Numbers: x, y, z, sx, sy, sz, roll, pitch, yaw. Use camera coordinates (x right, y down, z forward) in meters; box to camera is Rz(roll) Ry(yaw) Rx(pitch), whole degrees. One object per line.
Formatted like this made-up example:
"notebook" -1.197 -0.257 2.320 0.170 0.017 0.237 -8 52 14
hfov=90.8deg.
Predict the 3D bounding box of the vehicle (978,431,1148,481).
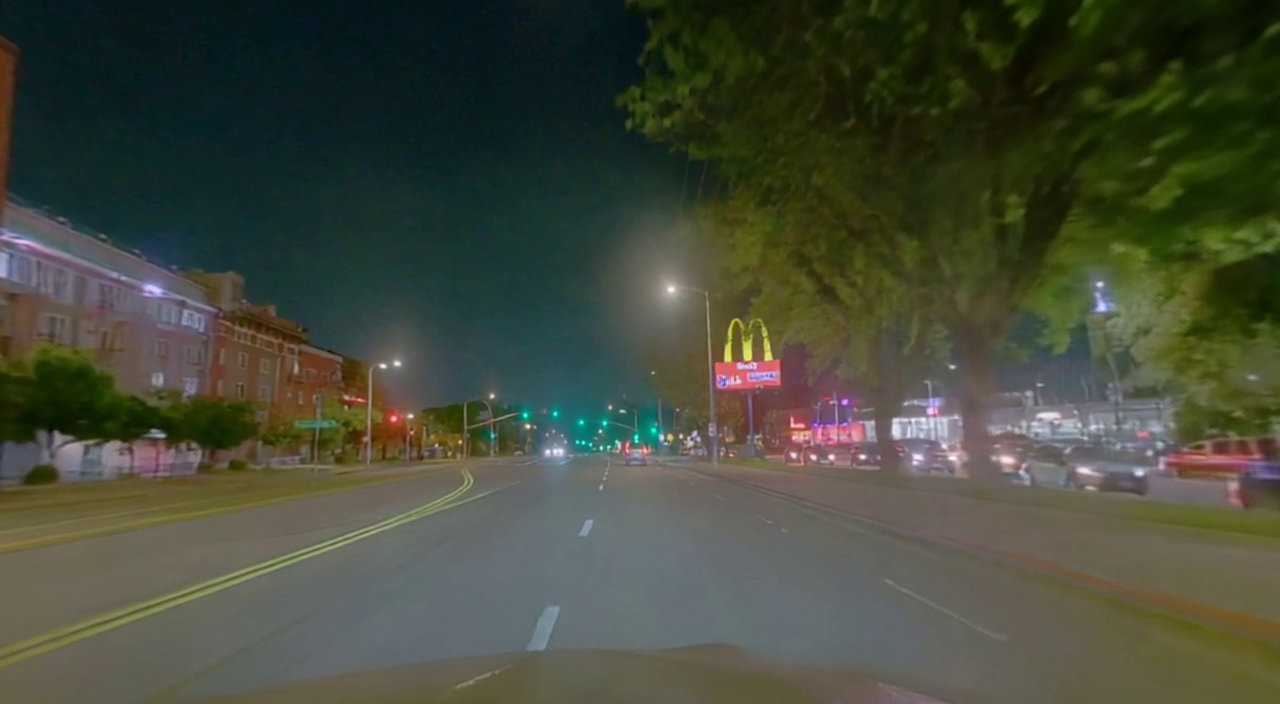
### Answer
"vehicle" 13.855 3.426 20.904 4.228 1.548 1.881 0 -9 -1

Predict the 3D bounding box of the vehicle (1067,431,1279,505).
"vehicle" 13.727 2.841 15.870 4.538 1.433 2.023 -3 -7 -3

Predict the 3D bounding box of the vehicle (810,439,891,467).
"vehicle" 13.383 6.439 40.311 4.395 1.497 1.975 -3 -8 -2

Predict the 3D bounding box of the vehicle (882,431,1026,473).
"vehicle" 13.027 4.165 26.457 4.769 1.636 2.281 0 -9 -2
